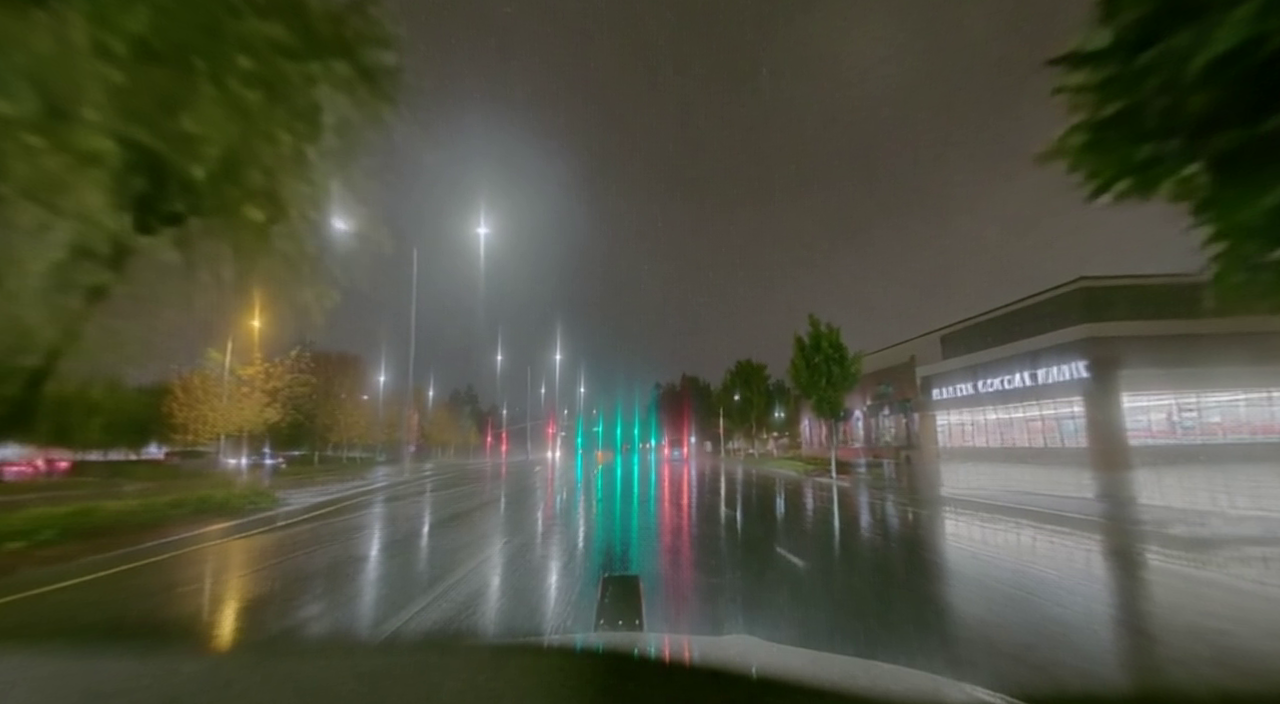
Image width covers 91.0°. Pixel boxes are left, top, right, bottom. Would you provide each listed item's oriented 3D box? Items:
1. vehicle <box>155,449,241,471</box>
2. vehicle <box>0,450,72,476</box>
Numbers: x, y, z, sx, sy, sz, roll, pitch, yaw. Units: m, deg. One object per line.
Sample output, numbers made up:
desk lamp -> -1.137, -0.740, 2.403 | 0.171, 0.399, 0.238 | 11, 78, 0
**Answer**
vehicle -> -33.028, 8.075, 47.167 | 4.736, 1.573, 2.176 | 0, -8, -3
vehicle -> -45.616, 8.221, 46.599 | 5.020, 1.719, 2.107 | -2, -8, -1
